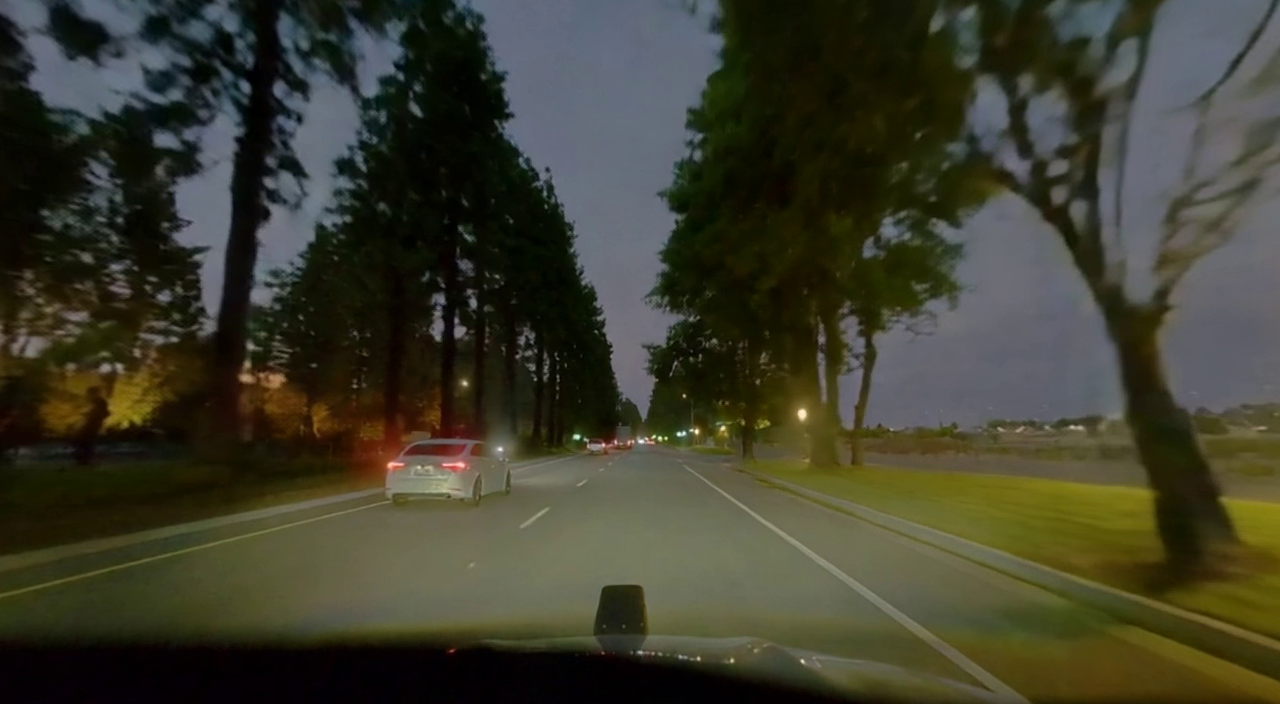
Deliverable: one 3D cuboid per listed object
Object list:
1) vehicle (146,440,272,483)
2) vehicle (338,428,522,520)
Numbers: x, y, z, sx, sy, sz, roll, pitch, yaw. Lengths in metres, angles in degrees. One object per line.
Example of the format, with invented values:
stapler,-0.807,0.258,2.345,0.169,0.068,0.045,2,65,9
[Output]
vehicle,-18.571,4.702,27.488,2.153,1.703,4.599,0,-8,0
vehicle,-3.827,2.310,12.516,2.033,1.454,4.512,0,-8,1
